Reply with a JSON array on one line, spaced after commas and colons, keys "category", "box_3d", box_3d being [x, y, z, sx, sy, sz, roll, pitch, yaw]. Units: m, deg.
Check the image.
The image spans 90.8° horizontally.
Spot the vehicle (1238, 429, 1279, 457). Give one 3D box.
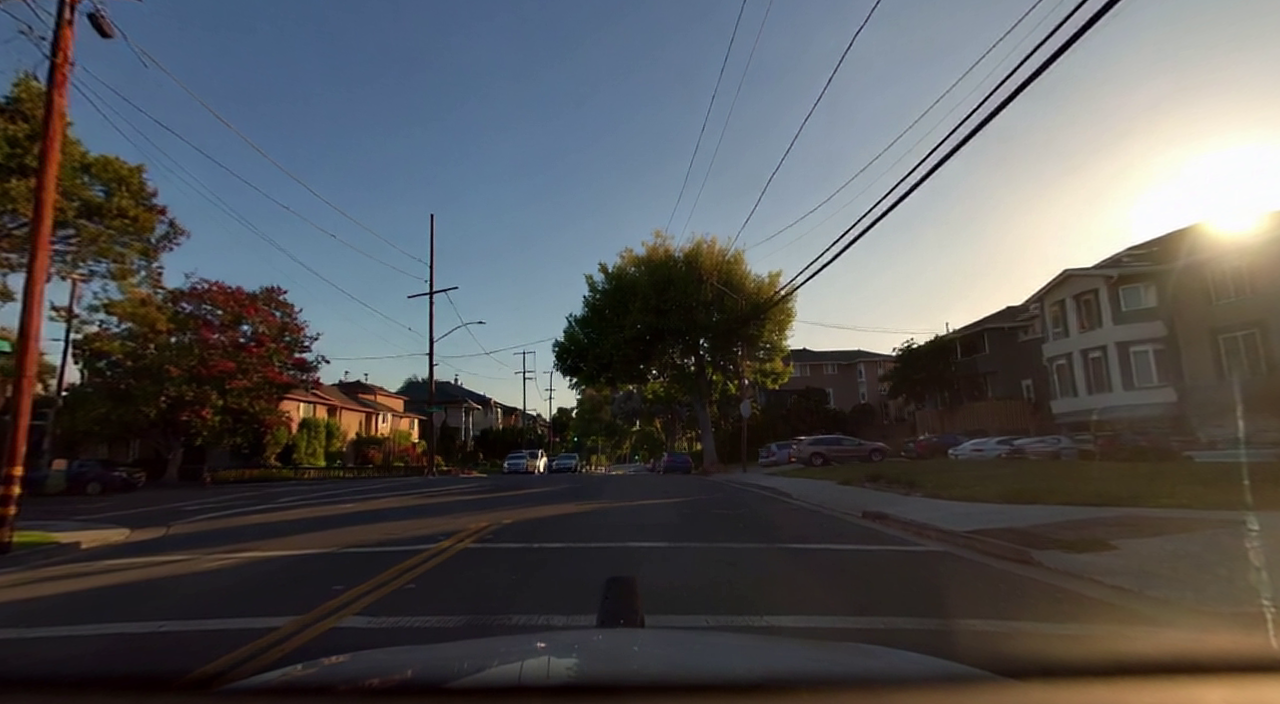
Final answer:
[{"category": "vehicle", "box_3d": [32.857, 4.676, 32.485, 3.433, 1.389, 1.683, 4, -9, -24]}]

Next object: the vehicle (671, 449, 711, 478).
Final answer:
[{"category": "vehicle", "box_3d": [3.191, 7.047, 40.197, 1.993, 1.755, 4.256, 0, -9, -2]}]

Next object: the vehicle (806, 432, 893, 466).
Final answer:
[{"category": "vehicle", "box_3d": [11.170, 5.139, 33.620, 4.509, 1.664, 1.981, 6, -10, -34]}]

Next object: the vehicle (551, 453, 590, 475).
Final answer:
[{"category": "vehicle", "box_3d": [-5.065, 8.222, 46.521, 2.179, 1.494, 4.523, -1, -9, 2]}]

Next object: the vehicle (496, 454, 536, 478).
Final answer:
[{"category": "vehicle", "box_3d": [-8.622, 7.943, 44.255, 2.066, 1.472, 4.353, 0, -9, -1]}]

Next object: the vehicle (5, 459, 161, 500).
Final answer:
[{"category": "vehicle", "box_3d": [-22.321, 5.110, 25.456, 4.424, 1.486, 1.814, 0, -9, -2]}]

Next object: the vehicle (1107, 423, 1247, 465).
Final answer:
[{"category": "vehicle", "box_3d": [22.357, 3.881, 26.415, 4.002, 1.505, 2.061, -2, -10, -5]}]

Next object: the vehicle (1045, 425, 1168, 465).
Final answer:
[{"category": "vehicle", "box_3d": [22.037, 4.363, 30.082, 4.320, 1.673, 1.957, -2, -6, 24]}]
